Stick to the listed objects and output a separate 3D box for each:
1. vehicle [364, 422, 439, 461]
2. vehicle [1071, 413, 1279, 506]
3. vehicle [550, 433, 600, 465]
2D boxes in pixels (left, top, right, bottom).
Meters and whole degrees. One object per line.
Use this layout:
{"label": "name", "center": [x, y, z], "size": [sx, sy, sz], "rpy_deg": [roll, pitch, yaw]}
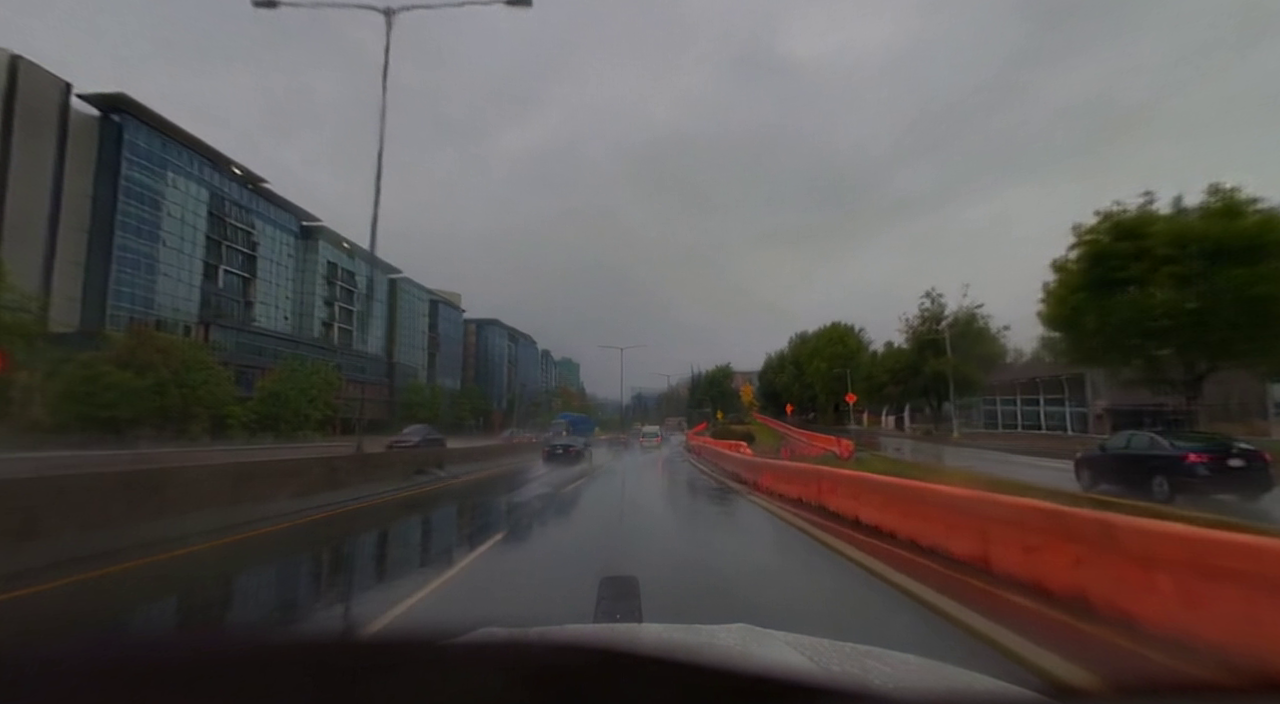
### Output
{"label": "vehicle", "center": [-13.008, 4.923, 34.782], "size": [2.013, 1.983, 4.980], "rpy_deg": [0, -8, 2]}
{"label": "vehicle", "center": [10.444, 2.005, 12.163], "size": [1.913, 1.499, 3.581], "rpy_deg": [-1, -8, 6]}
{"label": "vehicle", "center": [-3.096, 4.702, 30.814], "size": [1.848, 1.406, 4.013], "rpy_deg": [0, -8, 2]}
